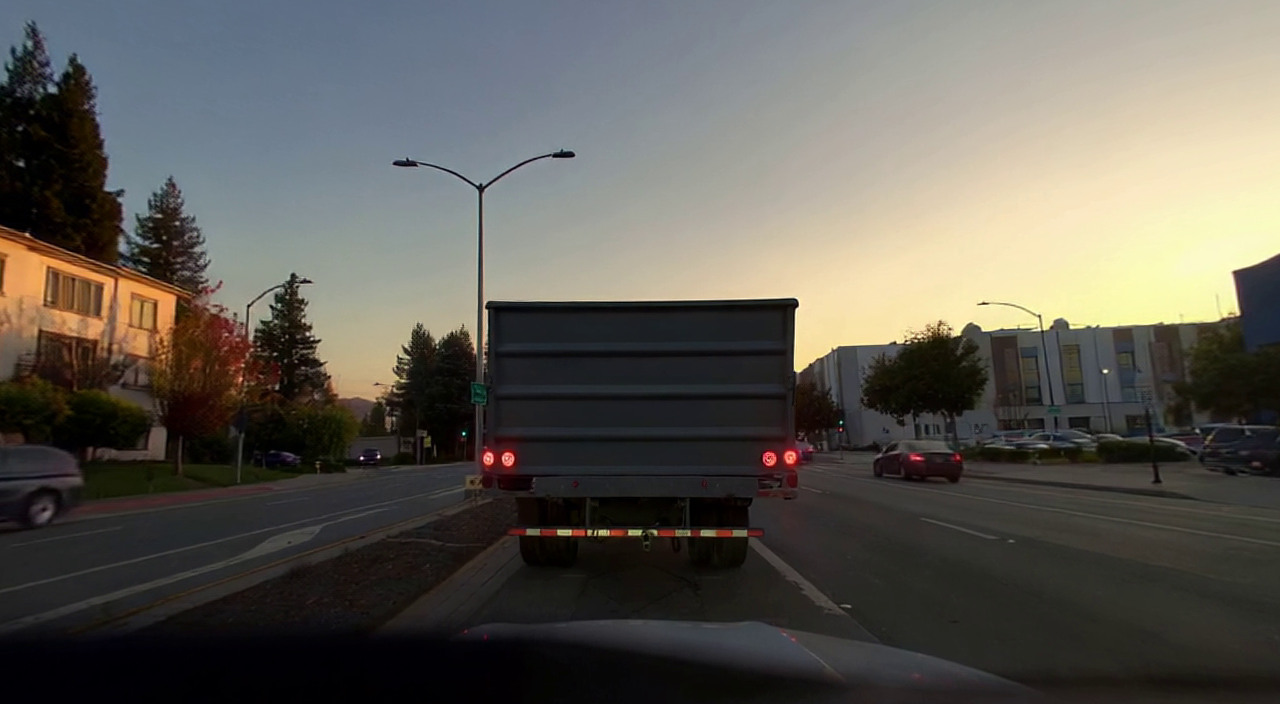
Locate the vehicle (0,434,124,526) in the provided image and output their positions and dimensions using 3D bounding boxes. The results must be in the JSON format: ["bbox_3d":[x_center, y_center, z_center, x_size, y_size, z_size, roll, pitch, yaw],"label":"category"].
[{"bbox_3d":[-14.613,2.736,13.459,2.218,1.926,5.753,-1,-8,1],"label":"vehicle"}]

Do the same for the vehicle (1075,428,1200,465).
[{"bbox_3d":[23.118,4.389,29.431,4.171,1.614,1.894,-1,-8,1],"label":"vehicle"}]

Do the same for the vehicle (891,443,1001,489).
[{"bbox_3d":[10.670,3.971,22.380,1.907,1.465,4.077,-1,-8,1],"label":"vehicle"}]

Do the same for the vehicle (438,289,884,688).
[{"bbox_3d":[0.274,1.304,7.382,2.650,2.391,7.008,-1,-8,3],"label":"vehicle"}]

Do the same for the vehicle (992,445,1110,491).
[{"bbox_3d":[14.307,4.017,22.233,1.702,1.475,3.670,-1,-8,1],"label":"vehicle"}]
